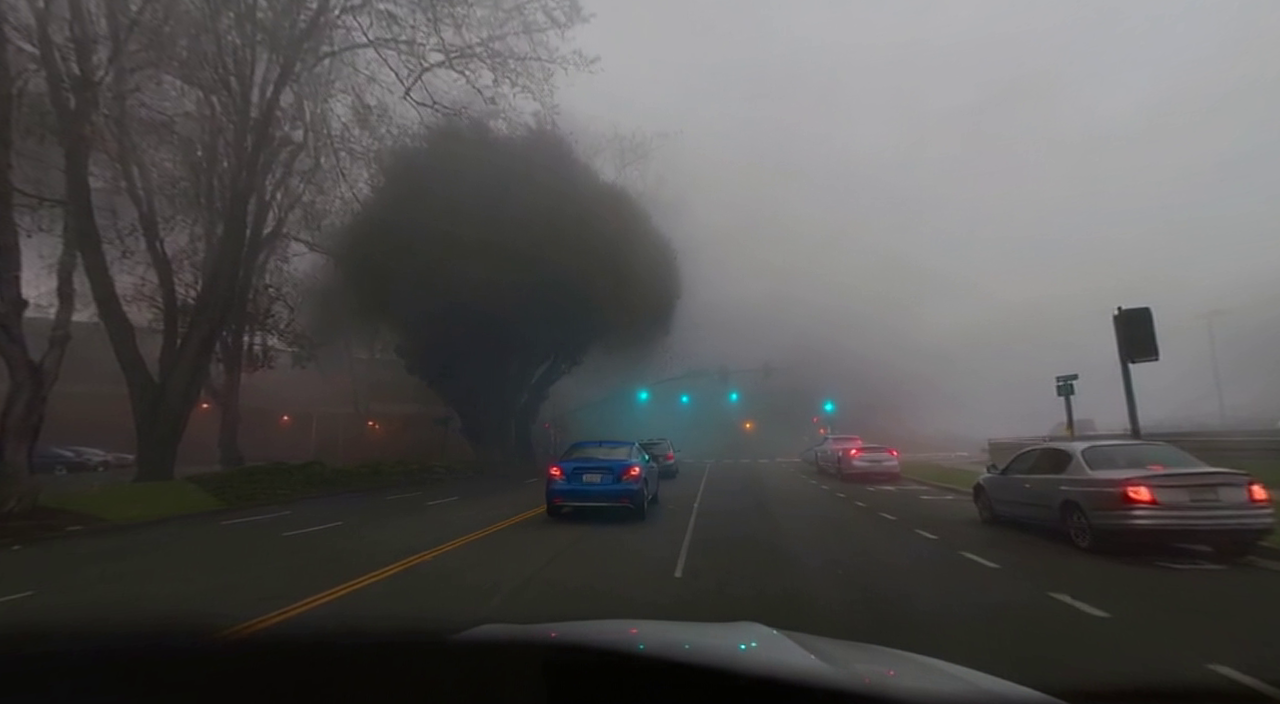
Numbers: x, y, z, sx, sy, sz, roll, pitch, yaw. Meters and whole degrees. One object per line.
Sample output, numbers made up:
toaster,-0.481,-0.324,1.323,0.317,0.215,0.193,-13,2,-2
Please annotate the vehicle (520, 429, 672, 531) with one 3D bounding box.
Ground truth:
vehicle,-0.565,2.220,11.600,1.968,1.497,4.286,-1,-8,7

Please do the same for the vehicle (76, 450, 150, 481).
vehicle,-25.868,5.526,30.962,3.527,1.390,1.681,-5,-10,32

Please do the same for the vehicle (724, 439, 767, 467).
vehicle,5.906,5.677,35.801,2.095,1.473,4.301,-1,-8,6

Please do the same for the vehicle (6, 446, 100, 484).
vehicle,-26.462,5.024,28.463,4.127,1.583,1.978,-5,-10,32

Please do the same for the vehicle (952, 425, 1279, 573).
vehicle,6.169,1.819,8.690,1.857,1.483,4.430,-1,-8,6

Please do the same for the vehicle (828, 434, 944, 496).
vehicle,6.677,3.082,17.713,1.910,1.493,4.490,-1,-8,7
